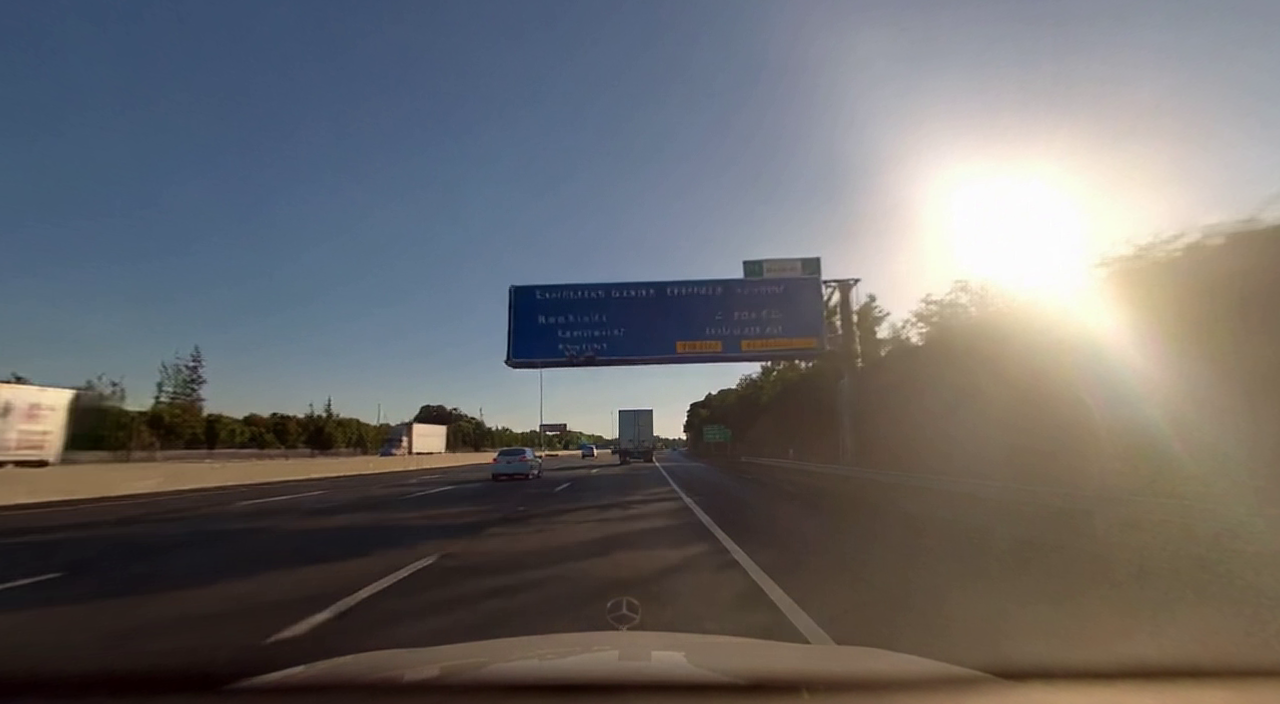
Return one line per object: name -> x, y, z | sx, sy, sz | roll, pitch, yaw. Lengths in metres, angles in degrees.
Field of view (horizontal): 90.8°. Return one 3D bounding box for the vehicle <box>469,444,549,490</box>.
vehicle -> -4.658, 4.153, 23.061 | 2.024, 1.515, 3.907 | 0, -9, 1
